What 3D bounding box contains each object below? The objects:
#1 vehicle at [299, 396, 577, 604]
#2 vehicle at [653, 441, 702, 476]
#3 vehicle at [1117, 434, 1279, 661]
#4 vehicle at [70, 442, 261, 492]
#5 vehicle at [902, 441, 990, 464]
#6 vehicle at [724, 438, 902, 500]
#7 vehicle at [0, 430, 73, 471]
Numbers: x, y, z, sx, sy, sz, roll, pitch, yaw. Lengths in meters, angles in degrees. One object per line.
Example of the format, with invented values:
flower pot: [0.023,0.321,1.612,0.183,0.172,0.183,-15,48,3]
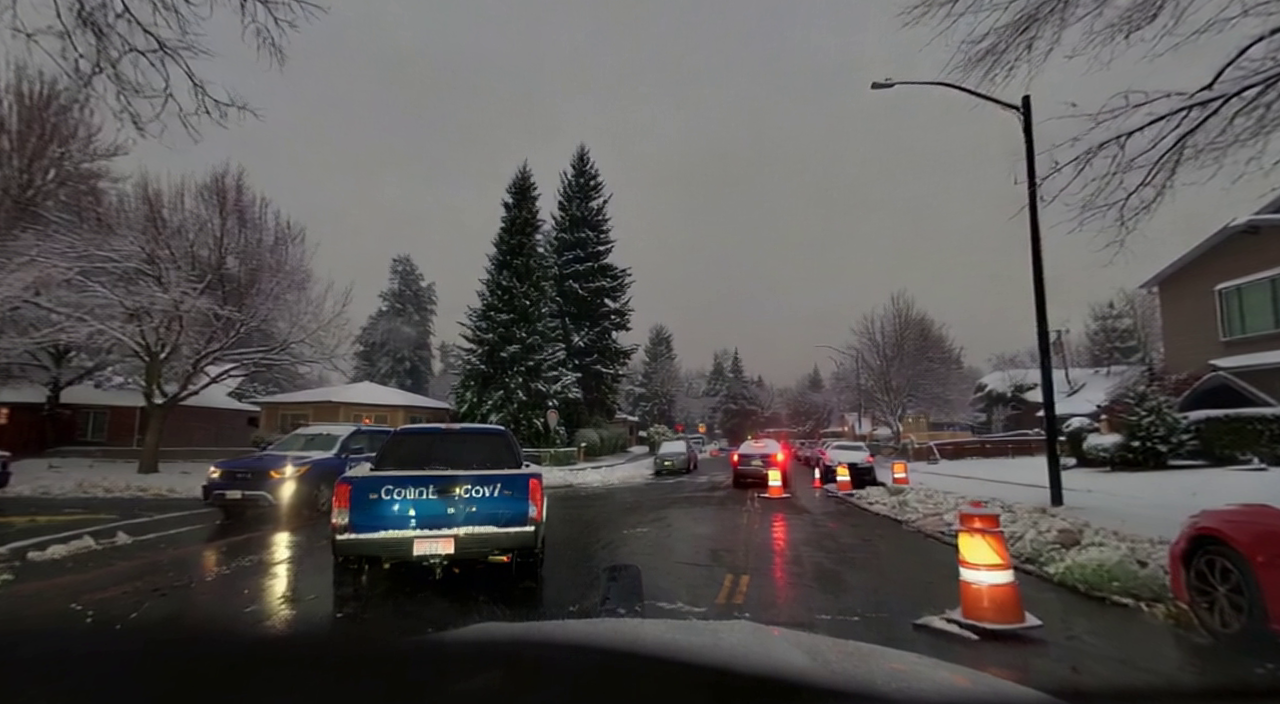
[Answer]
vehicle: [-2.345,1.592,7.702,2.350,1.748,4.094,3,-9,-17]
vehicle: [2.085,5.651,33.850,2.014,1.742,4.297,-2,-9,12]
vehicle: [5.011,1.184,3.436,1.808,1.490,4.711,-2,-9,10]
vehicle: [-15.273,3.673,20.427,5.022,1.497,1.996,-2,-9,12]
vehicle: [20.982,6.907,43.497,5.066,1.534,1.905,-1,-9,7]
vehicle: [5.090,3.364,18.686,4.656,1.577,2.099,2,-8,-20]
vehicle: [-30.795,4.811,30.881,1.908,1.898,4.120,-2,-9,10]
